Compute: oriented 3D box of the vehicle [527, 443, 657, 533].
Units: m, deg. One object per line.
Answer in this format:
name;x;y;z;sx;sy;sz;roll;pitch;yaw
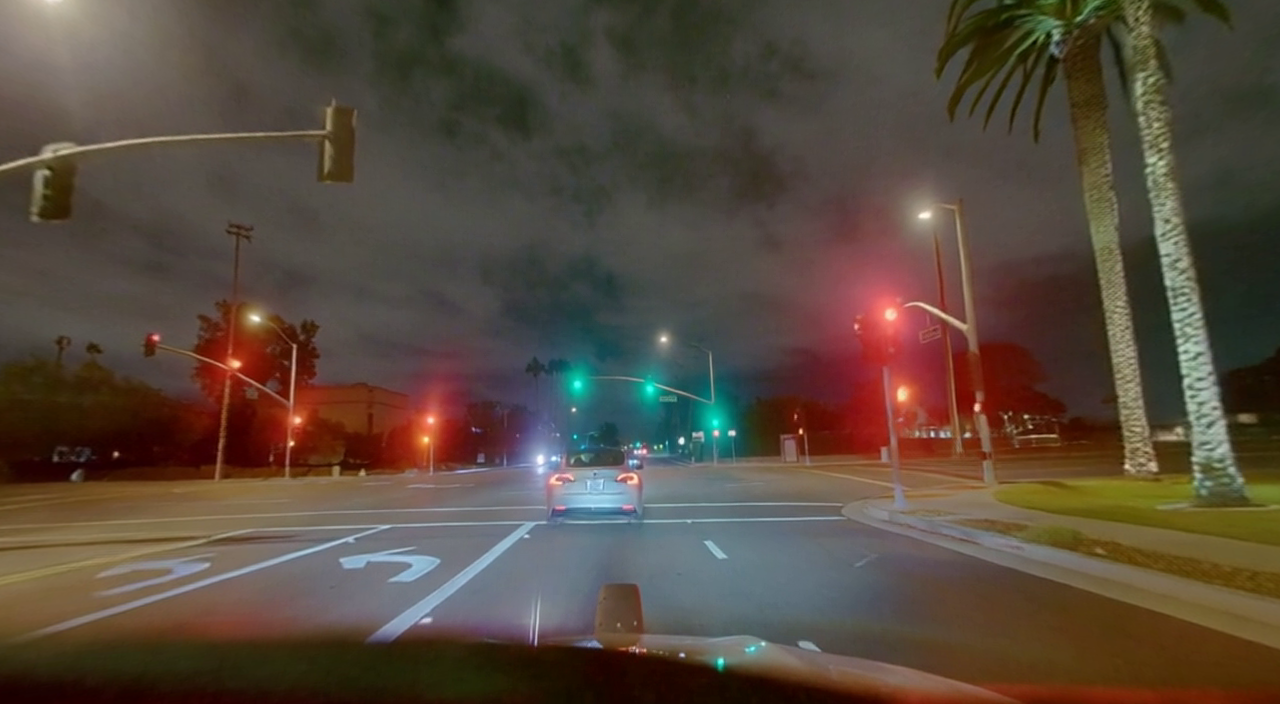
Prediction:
vehicle;-0.857;2.593;12.737;2.152;1.478;4.229;0;-9;-2
